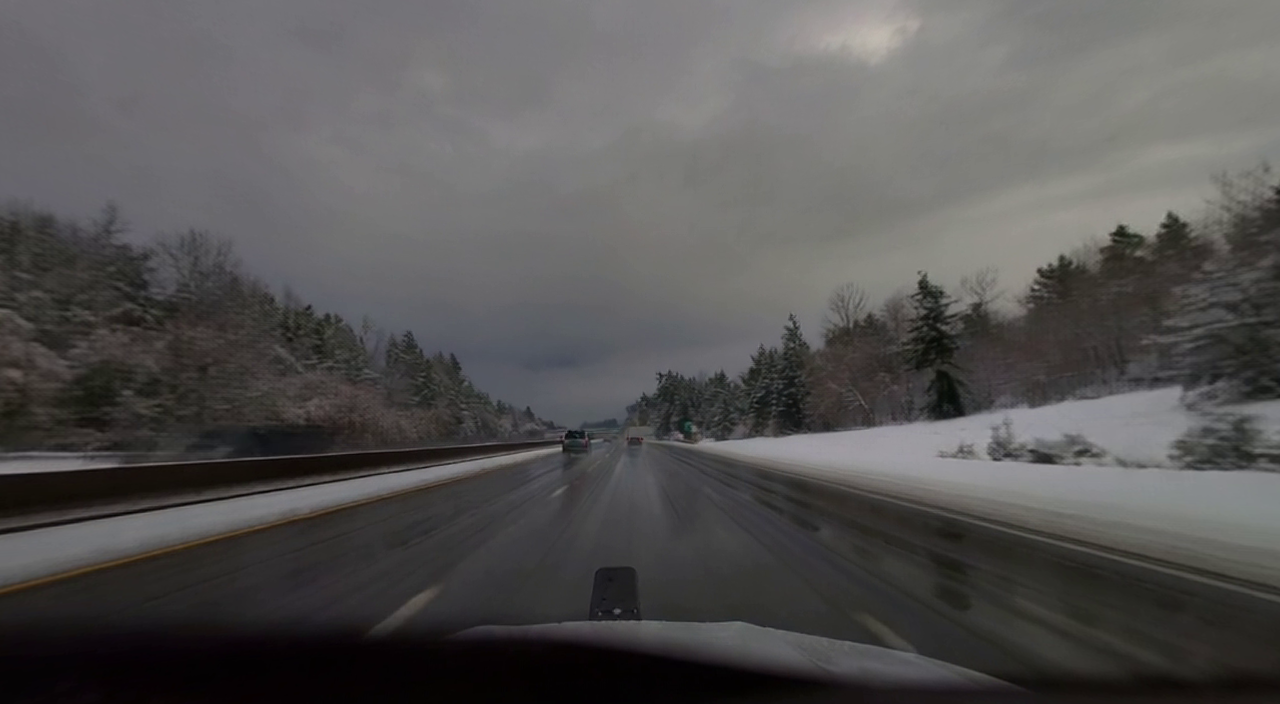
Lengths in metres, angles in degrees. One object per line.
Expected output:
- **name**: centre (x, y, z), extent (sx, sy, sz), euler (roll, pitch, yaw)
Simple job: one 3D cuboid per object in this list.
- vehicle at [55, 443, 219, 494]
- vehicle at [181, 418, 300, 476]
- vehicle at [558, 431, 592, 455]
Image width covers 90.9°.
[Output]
- **vehicle**: centre (-16.570, 3.823, 21.115), extent (1.800, 1.475, 4.489), euler (0, -8, -1)
- **vehicle**: centre (-16.633, 3.969, 26.522), extent (2.184, 2.216, 4.156), euler (0, -8, 0)
- **vehicle**: centre (-4.578, 6.524, 45.124), extent (2.003, 1.626, 4.256), euler (0, -8, 0)
